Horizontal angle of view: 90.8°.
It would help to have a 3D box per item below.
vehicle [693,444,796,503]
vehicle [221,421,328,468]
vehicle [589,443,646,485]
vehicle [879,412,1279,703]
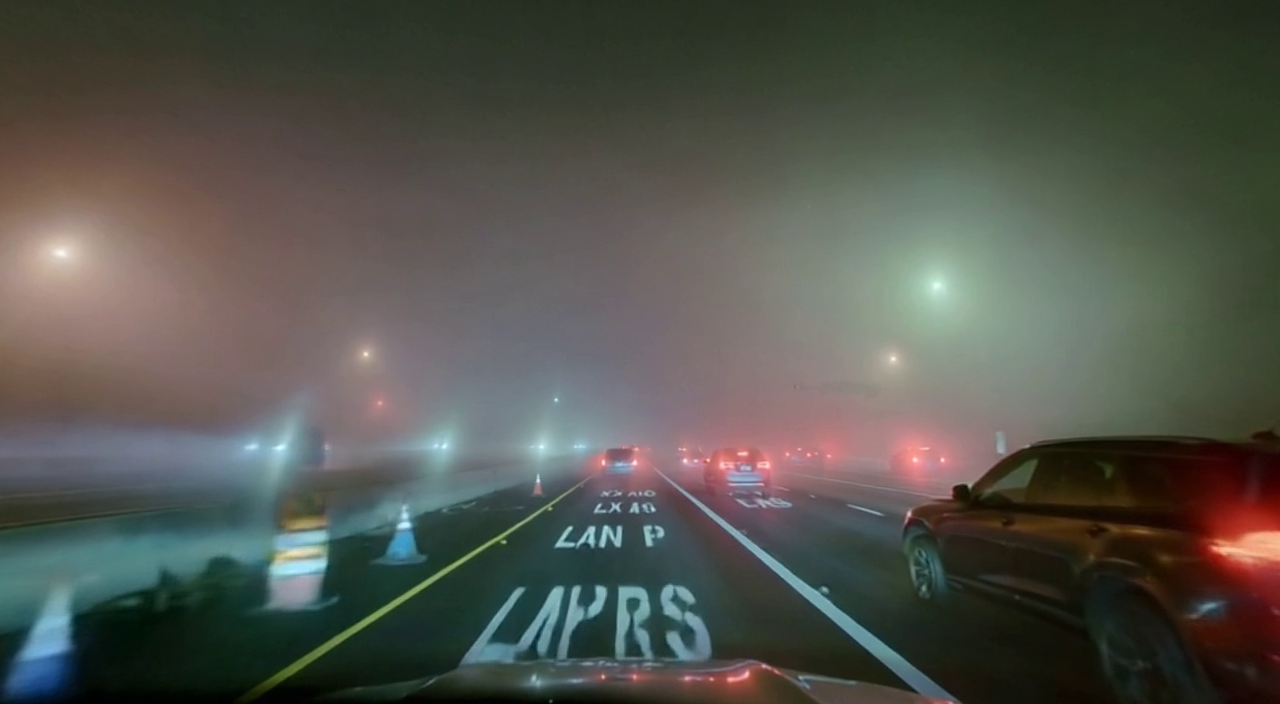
[{"bbox_3d":[2.805,3.375,18.117,2.042,1.460,4.451,0,-9,-2],"label":"vehicle"},{"bbox_3d":[-16.489,4.230,28.839,2.113,1.925,4.606,0,-9,-1],"label":"vehicle"},{"bbox_3d":[-0.826,4.336,24.764,2.069,1.470,4.004,0,-9,-1],"label":"vehicle"},{"bbox_3d":[3.200,1.146,3.531,1.996,1.455,4.281,0,-9,-1],"label":"vehicle"}]
